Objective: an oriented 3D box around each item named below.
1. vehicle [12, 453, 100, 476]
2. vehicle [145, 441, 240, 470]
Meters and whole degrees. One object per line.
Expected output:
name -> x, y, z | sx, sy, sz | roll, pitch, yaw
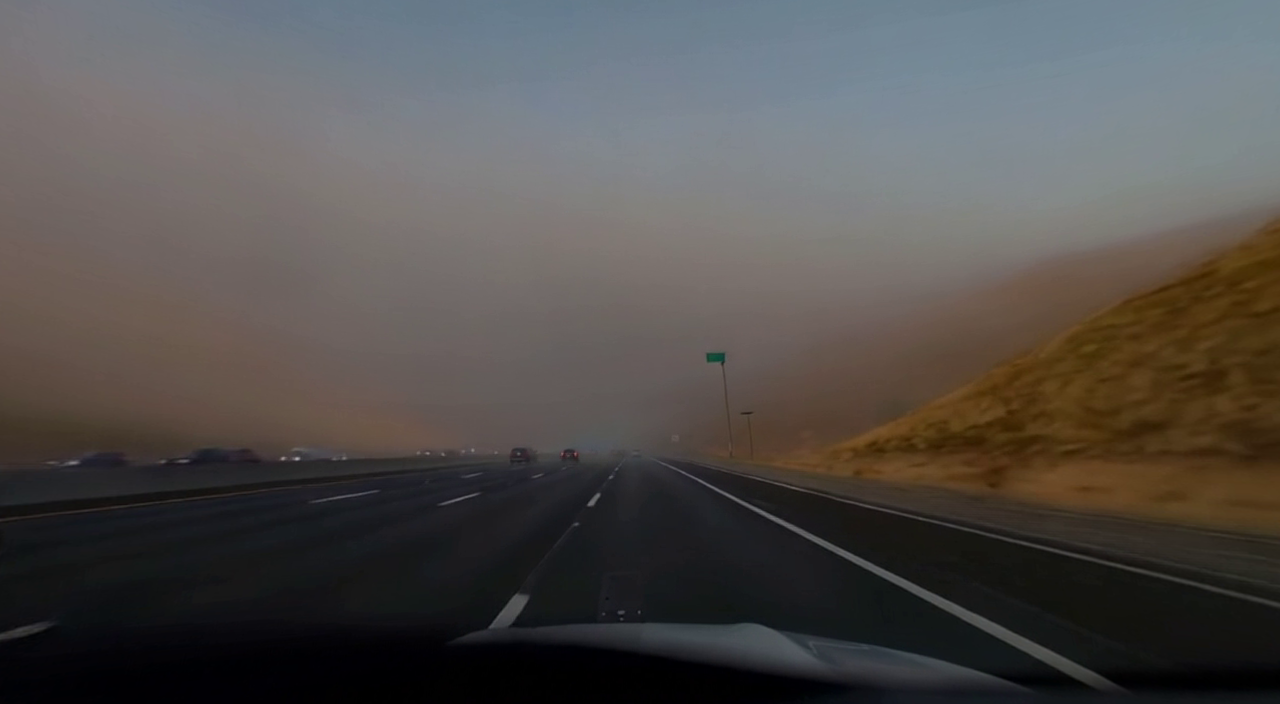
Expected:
vehicle -> -41.242, 7.922, 44.622 | 1.936, 1.481, 4.566 | 0, -9, -2
vehicle -> -29.220, 6.768, 41.361 | 2.251, 1.716, 5.570 | 0, -9, -2
